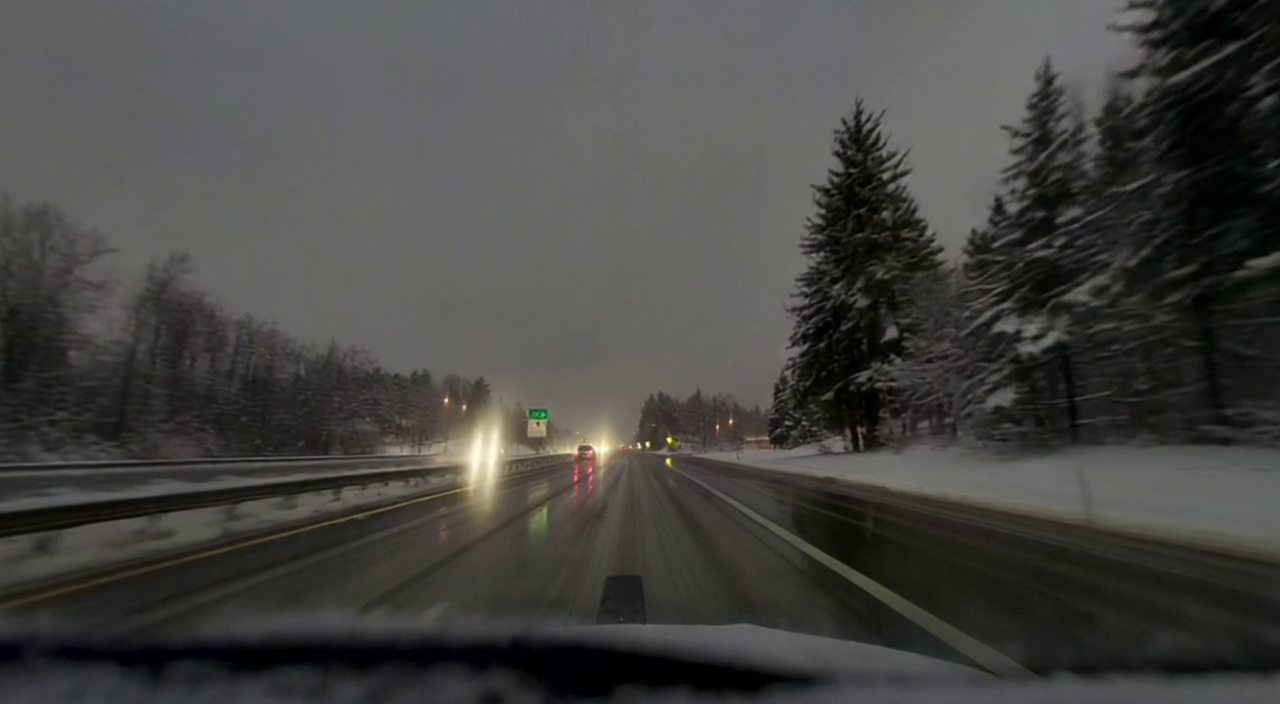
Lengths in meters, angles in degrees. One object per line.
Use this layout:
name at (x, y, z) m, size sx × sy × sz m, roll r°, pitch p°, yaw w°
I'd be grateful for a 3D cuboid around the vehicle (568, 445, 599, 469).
vehicle at (-3.925, 7.344, 44.246) m, size 1.835 × 1.531 × 3.811 m, roll 0°, pitch -9°, yaw -1°
